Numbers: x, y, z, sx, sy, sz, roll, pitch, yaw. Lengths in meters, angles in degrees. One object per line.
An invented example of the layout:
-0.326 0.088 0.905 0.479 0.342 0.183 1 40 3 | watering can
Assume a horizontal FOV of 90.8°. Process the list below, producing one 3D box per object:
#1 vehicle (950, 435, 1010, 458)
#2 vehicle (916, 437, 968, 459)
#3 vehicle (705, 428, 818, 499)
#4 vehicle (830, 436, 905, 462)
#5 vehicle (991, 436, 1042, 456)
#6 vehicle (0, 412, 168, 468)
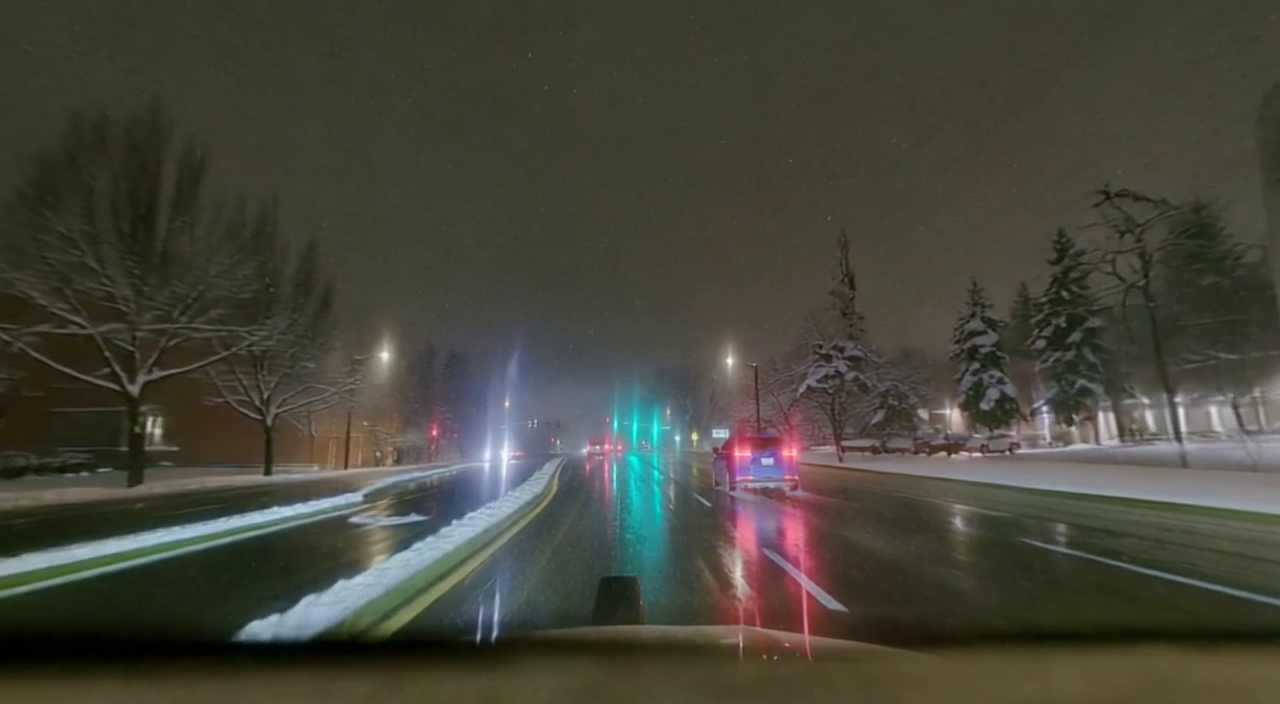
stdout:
23.296 6.487 43.504 1.815 1.517 3.962 0 -8 -2 | vehicle
20.581 6.505 43.218 1.553 1.382 4.105 -1 -7 0 | vehicle
3.126 2.978 17.254 2.060 1.665 4.284 0 -8 -2 | vehicle
17.274 7.342 47.974 4.814 1.682 2.128 -1 -8 -10 | vehicle
25.824 6.470 43.426 1.446 1.342 3.291 0 -8 0 | vehicle
-33.590 5.327 38.318 7.388 3.256 2.750 0 -8 -2 | vehicle
